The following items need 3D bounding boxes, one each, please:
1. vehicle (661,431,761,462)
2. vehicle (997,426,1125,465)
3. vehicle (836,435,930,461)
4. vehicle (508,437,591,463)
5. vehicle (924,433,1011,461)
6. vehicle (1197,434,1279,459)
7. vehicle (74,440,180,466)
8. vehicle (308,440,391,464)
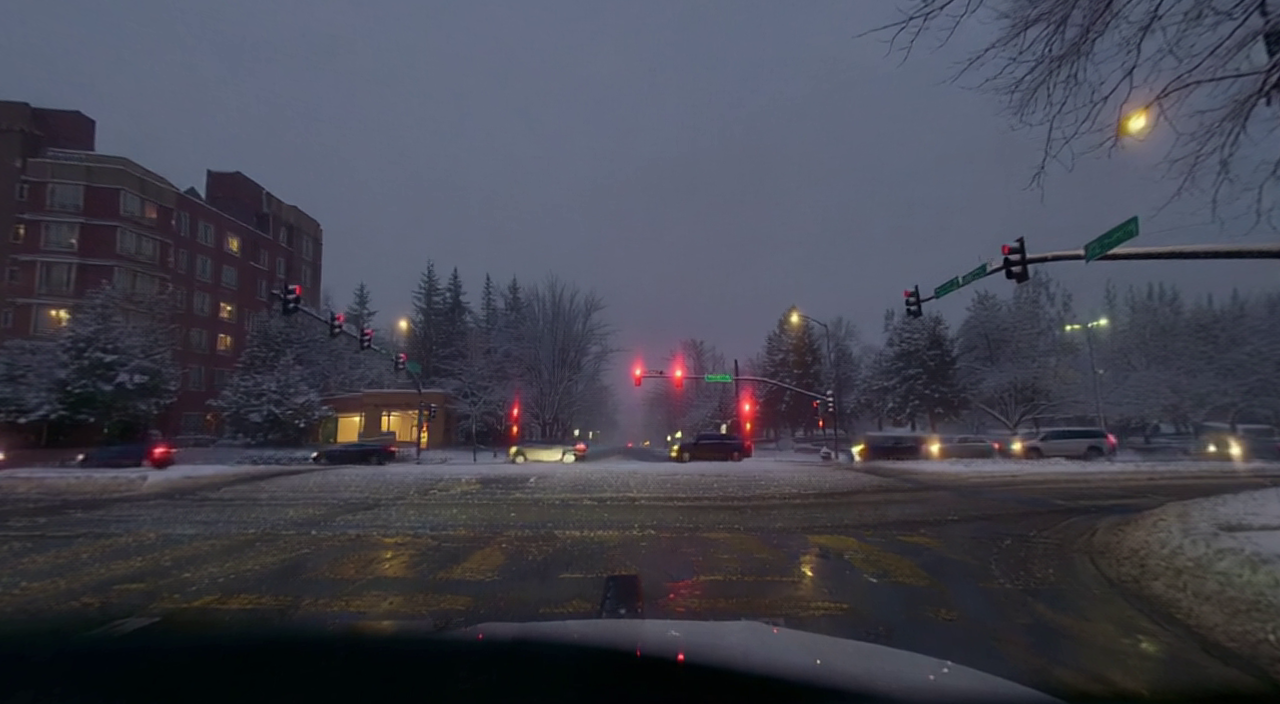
[{"bbox_3d":[4.420,6.006,40.086,6.133,1.833,2.155,-1,-9,2],"label":"vehicle"},{"bbox_3d":[20.298,4.541,30.653,4.662,1.764,2.064,-1,-9,1],"label":"vehicle"},{"bbox_3d":[14.188,5.651,37.080,4.724,1.452,1.870,0,-9,1],"label":"vehicle"},{"bbox_3d":[-5.210,5.701,36.798,4.519,1.476,1.767,0,-9,0],"label":"vehicle"},{"bbox_3d":[21.031,6.110,40.647,4.488,1.667,1.869,0,-9,1],"label":"vehicle"},{"bbox_3d":[38.467,6.021,40.219,4.100,1.509,1.853,0,-9,0],"label":"vehicle"},{"bbox_3d":[-29.721,5.860,36.716,4.631,1.435,1.715,0,-9,0],"label":"vehicle"},{"bbox_3d":[-18.548,6.395,40.453,4.443,1.472,1.794,0,-9,0],"label":"vehicle"}]
